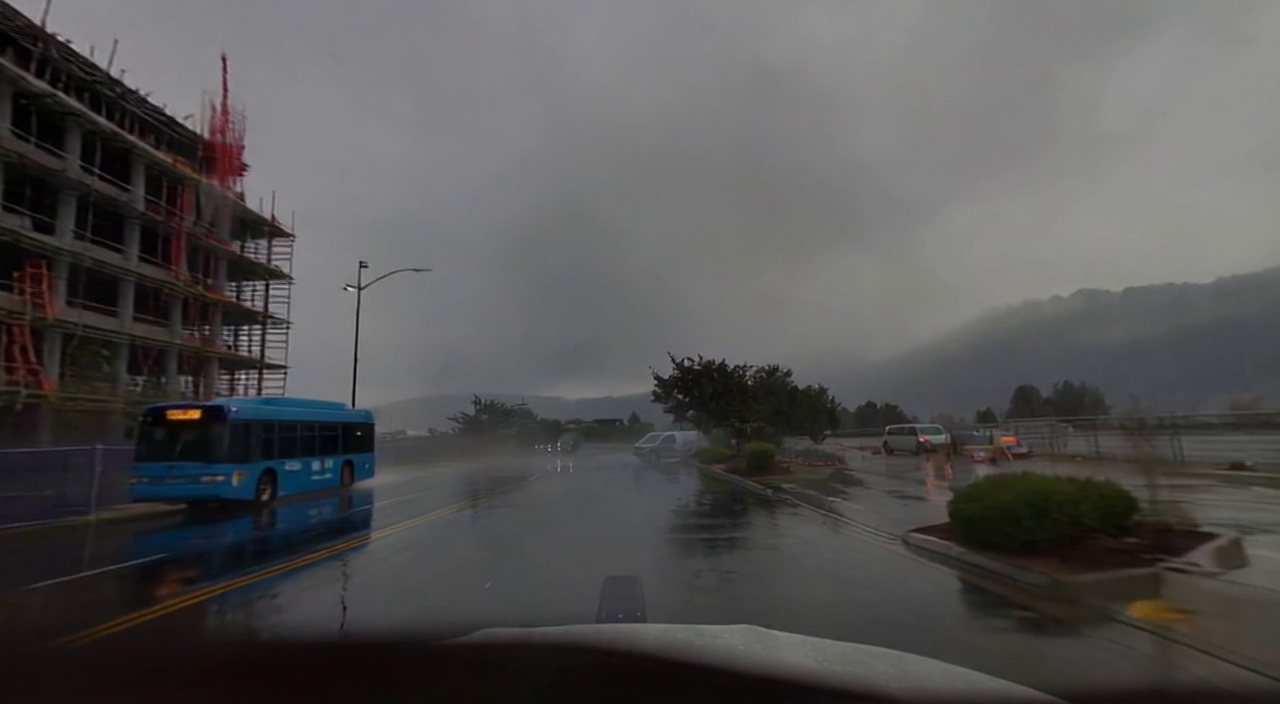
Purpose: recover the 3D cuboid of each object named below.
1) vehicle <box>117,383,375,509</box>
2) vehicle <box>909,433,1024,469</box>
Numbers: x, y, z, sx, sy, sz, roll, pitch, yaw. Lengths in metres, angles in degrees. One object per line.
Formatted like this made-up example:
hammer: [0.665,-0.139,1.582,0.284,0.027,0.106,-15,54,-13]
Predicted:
vehicle: [-10.148,2.565,17.284,2.979,2.803,5.962,0,-9,2]
vehicle: [13.943,4.259,27.125,3.897,1.470,1.829,0,-8,-1]
